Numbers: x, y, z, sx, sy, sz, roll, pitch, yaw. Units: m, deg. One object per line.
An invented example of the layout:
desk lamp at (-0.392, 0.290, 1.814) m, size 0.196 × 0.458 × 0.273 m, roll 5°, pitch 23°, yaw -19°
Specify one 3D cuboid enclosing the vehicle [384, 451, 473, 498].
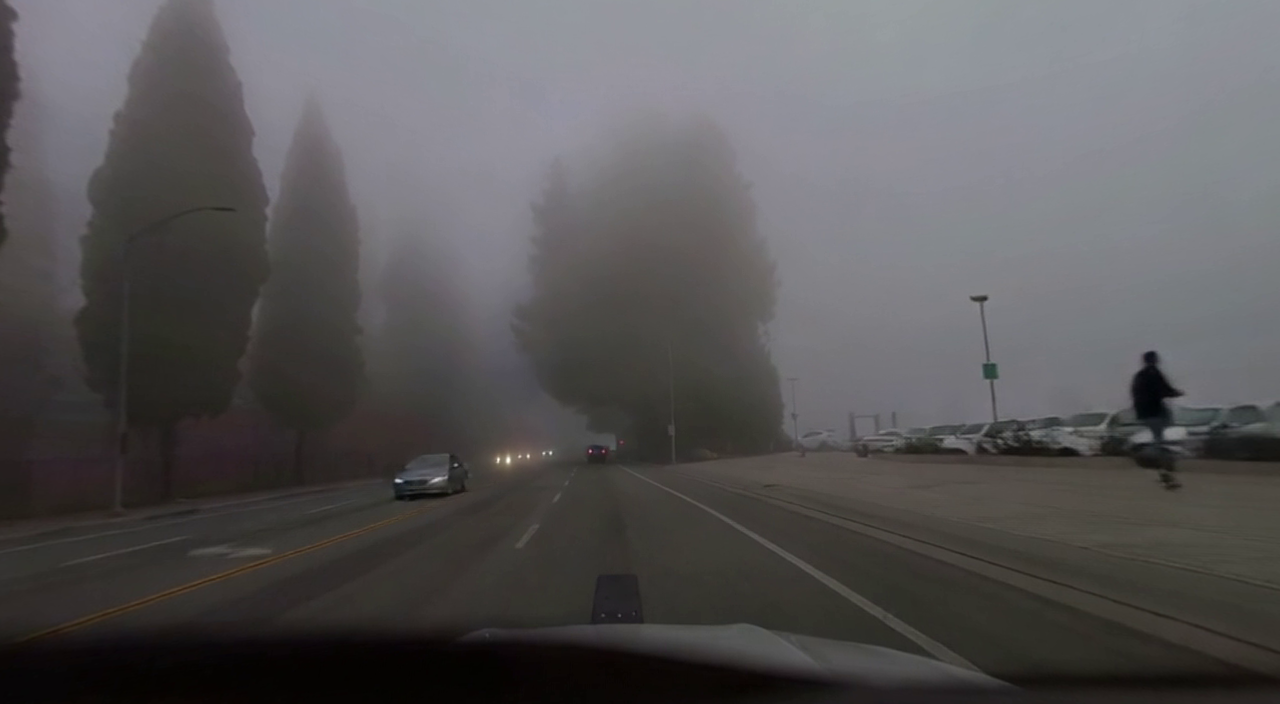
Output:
vehicle at (-7.688, 4.466, 23.438) m, size 2.033 × 1.511 × 4.247 m, roll 0°, pitch -8°, yaw -3°
